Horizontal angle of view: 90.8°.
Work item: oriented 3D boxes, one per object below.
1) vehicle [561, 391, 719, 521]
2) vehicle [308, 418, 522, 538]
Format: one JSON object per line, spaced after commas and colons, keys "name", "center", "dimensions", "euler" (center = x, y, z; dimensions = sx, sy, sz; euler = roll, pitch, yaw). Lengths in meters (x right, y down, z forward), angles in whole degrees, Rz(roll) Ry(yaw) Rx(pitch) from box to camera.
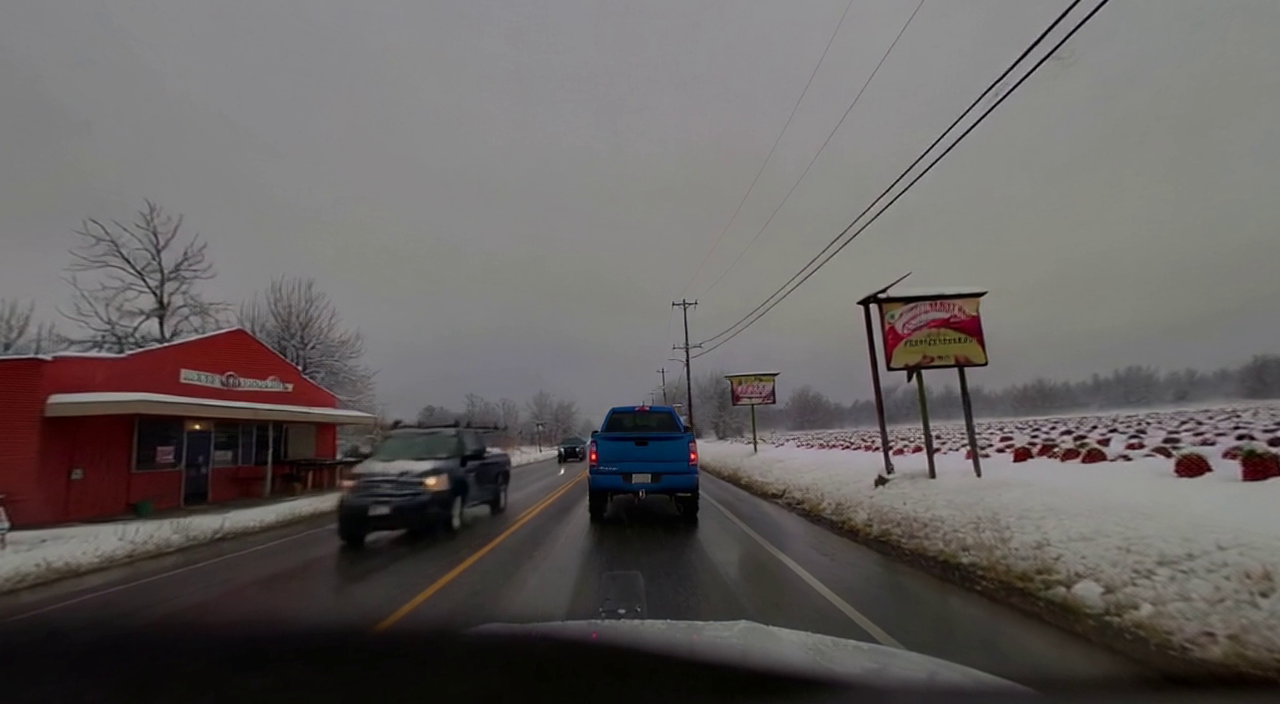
{"name": "vehicle", "center": [-0.071, 2.214, 13.834], "dimensions": [2.693, 2.223, 5.885], "euler": [0, -8, -2]}
{"name": "vehicle", "center": [-3.821, 2.232, 11.847], "dimensions": [2.341, 1.726, 4.579], "euler": [-1, -8, 0]}
